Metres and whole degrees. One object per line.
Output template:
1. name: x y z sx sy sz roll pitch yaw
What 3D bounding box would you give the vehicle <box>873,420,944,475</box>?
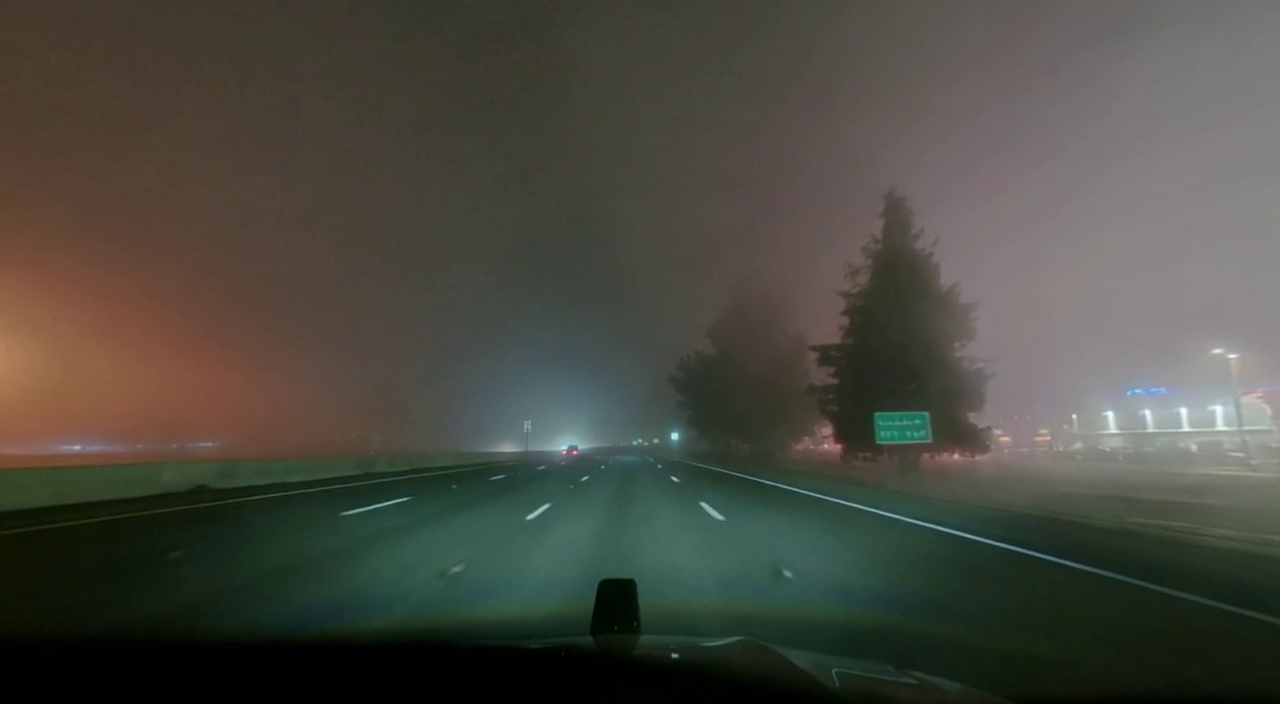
1. vehicle: 14.682 5.208 34.694 2.312 2.875 2.697 1 -8 -13
